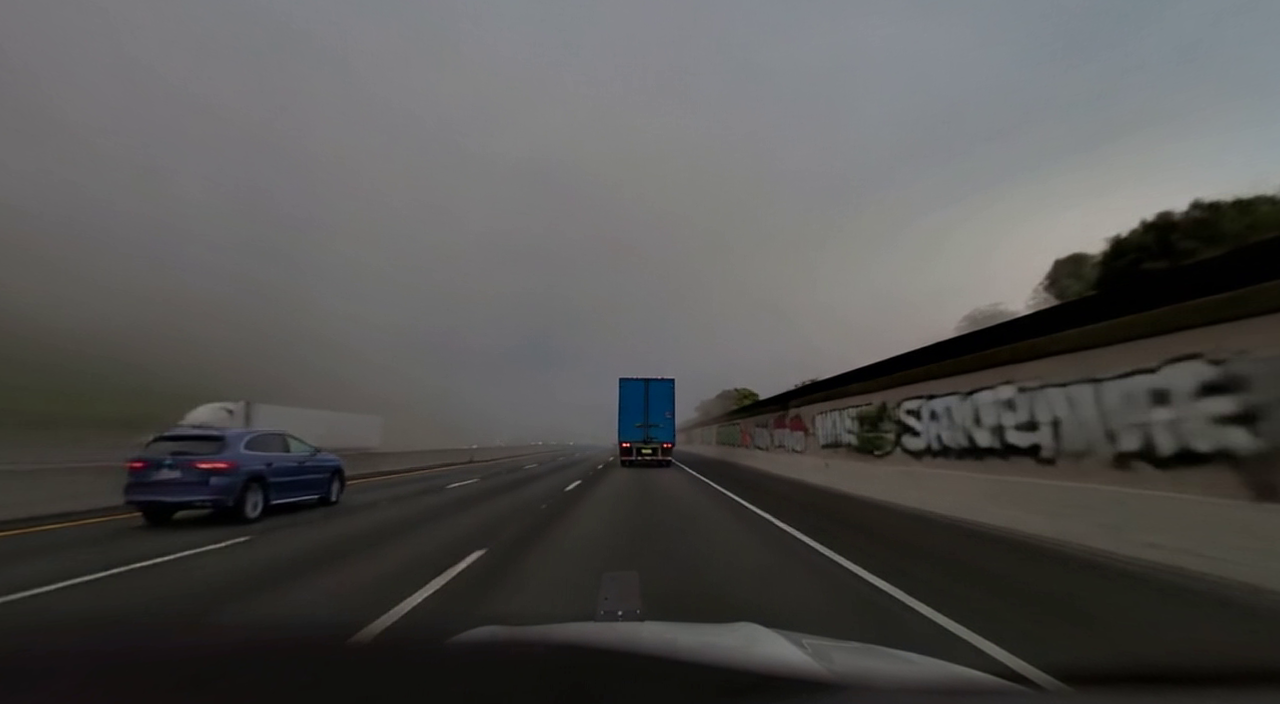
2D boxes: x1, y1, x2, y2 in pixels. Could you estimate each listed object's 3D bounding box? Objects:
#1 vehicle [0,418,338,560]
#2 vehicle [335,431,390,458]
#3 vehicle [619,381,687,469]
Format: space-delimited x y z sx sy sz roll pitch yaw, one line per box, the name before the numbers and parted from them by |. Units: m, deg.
vehicle | -6.546 1.815 9.216 1.982 1.535 4.519 0 -8 0
vehicle | -14.761 4.929 33.698 1.516 1.328 3.122 0 -8 0
vehicle | 0.402 3.885 32.513 2.921 3.765 10.773 0 -8 -2
